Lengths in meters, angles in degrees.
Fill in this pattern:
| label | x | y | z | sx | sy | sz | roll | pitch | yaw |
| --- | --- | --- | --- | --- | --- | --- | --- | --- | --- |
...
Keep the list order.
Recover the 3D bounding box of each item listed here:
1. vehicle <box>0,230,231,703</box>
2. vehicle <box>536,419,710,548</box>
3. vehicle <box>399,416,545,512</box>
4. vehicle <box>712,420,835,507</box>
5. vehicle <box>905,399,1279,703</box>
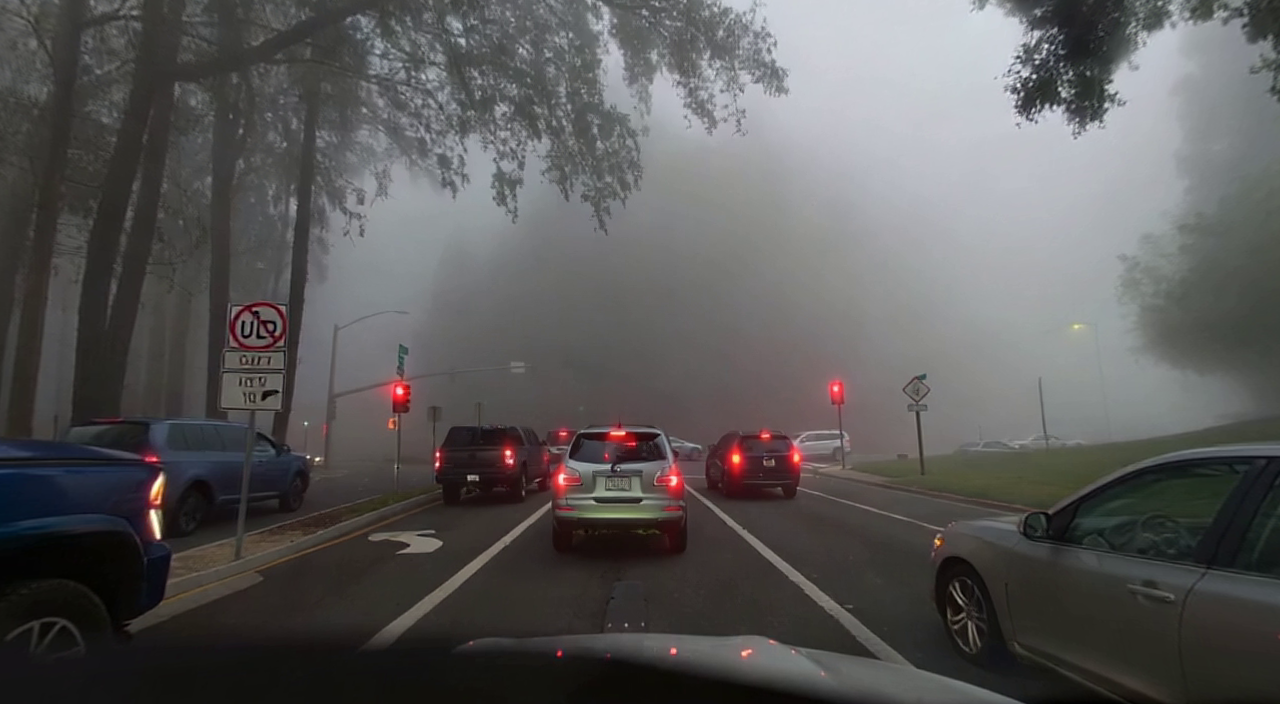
| label | x | y | z | sx | sy | sz | roll | pitch | yaw |
| --- | --- | --- | --- | --- | --- | --- | --- | --- | --- |
| vehicle | -3.482 | 0.347 | 0.312 | 2.656 | 2.021 | 5.800 | 0 | -8 | 0 |
| vehicle | -0.223 | 1.939 | 9.872 | 2.194 | 1.607 | 3.690 | 0 | -8 | 0 |
| vehicle | -3.629 | 2.523 | 14.655 | 2.089 | 1.857 | 4.488 | 0 | -8 | 1 |
| vehicle | 3.132 | 2.732 | 15.897 | 2.102 | 1.841 | 4.587 | 0 | -8 | 0 |
| vehicle | 3.017 | 0.963 | 2.505 | 1.874 | 1.477 | 4.698 | 0 | -8 | 0 |
